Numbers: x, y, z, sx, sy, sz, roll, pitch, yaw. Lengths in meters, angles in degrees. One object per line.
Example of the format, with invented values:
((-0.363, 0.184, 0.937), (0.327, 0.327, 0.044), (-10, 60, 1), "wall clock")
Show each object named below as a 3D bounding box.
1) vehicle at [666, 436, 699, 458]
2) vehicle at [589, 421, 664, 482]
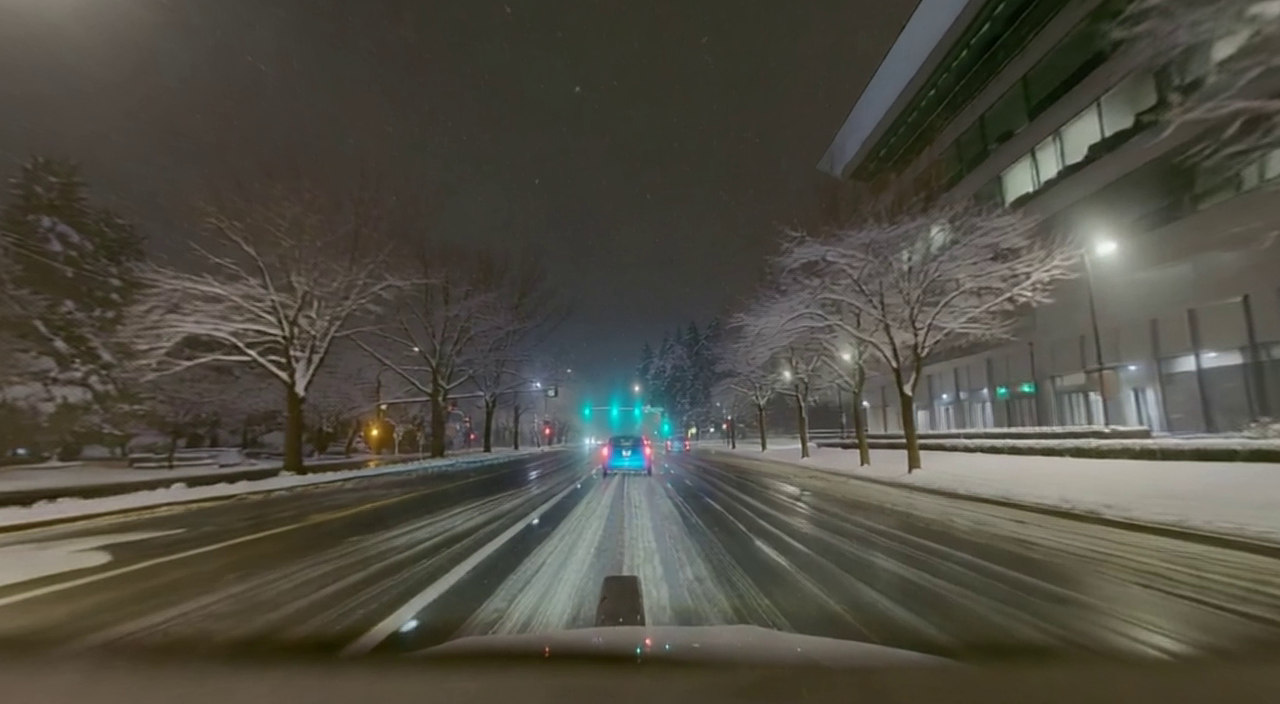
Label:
((3.072, 7.024, 46.670), (2.065, 1.495, 4.792), (0, -8, -1), "vehicle")
((-0.455, 3.429, 21.951), (2.313, 1.860, 4.319), (0, -8, -1), "vehicle")
